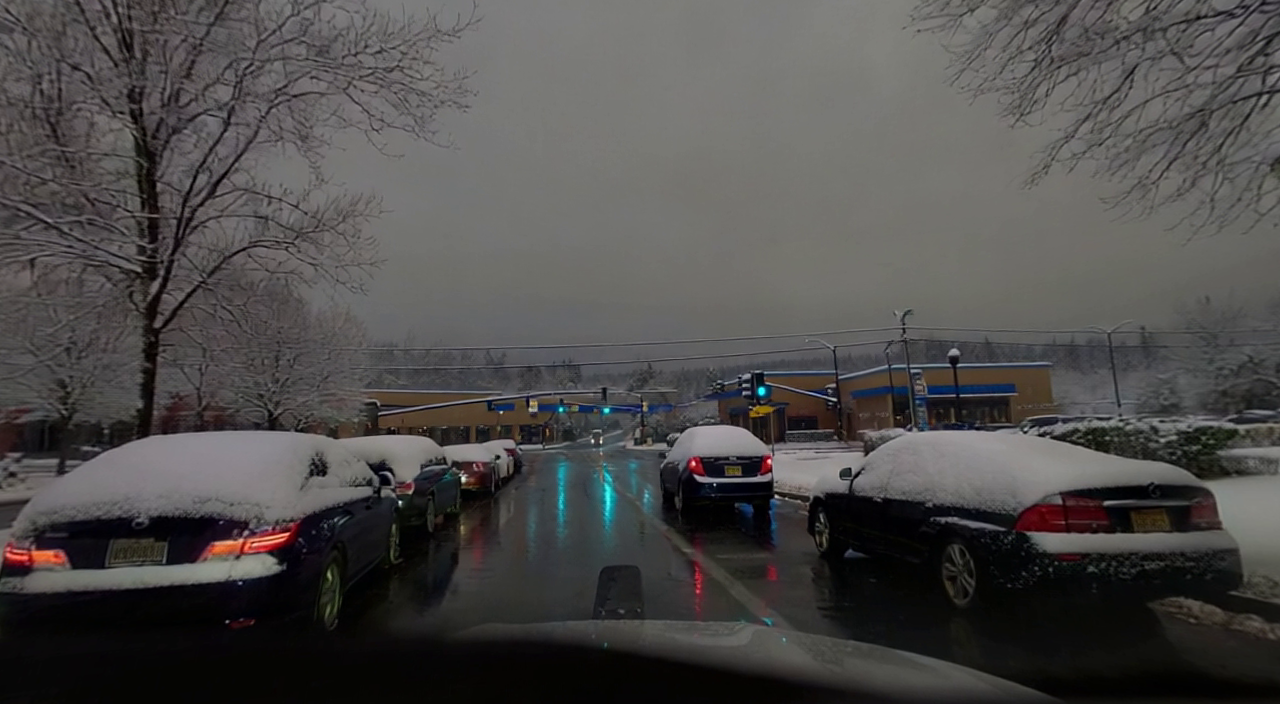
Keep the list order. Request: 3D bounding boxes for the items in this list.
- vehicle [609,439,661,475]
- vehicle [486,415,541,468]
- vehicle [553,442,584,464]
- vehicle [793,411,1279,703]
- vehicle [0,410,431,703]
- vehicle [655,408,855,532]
[{"bbox_3d":[-0.310,4.809,29.171,1.910,1.493,4.490,1,-8,-7],"label":"vehicle"},{"bbox_3d":[-8.381,6.091,42.862,2.820,3.263,7.986,1,-8,-6],"label":"vehicle"},{"bbox_3d":[-5.262,7.393,46.484,2.095,1.473,4.301,1,-8,-6],"label":"vehicle"},{"bbox_3d":[3.150,1.404,5.609,1.904,1.494,4.864,1,-8,-6],"label":"vehicle"},{"bbox_3d":[-2.888,1.339,5.089,1.968,1.497,4.286,2,-9,-15],"label":"vehicle"},{"bbox_3d":[1.900,2.269,12.817,2.324,1.907,5.634,1,-8,-7],"label":"vehicle"}]
